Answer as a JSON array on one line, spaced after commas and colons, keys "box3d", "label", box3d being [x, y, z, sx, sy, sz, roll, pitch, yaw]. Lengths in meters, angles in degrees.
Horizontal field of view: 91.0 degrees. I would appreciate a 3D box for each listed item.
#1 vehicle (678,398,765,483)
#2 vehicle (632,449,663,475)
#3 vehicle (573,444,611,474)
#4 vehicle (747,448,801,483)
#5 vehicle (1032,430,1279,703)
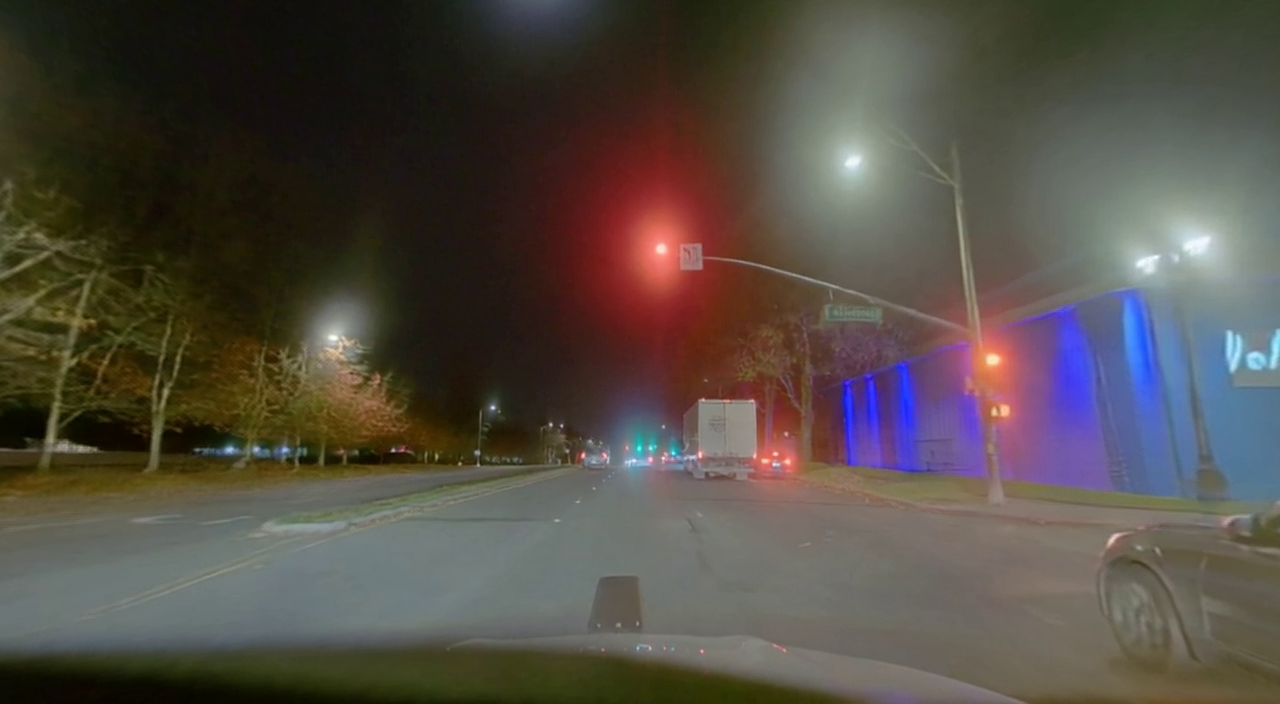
[{"box3d": [3.877, 4.654, 32.744, 3.003, 3.680, 10.684, 0, -9, 0], "label": "vehicle"}, {"box3d": [0.440, 6.894, 39.693, 1.846, 1.528, 4.348, 0, -9, 0], "label": "vehicle"}, {"box3d": [-3.125, 7.040, 41.725, 2.035, 1.867, 4.607, -1, -9, 2], "label": "vehicle"}, {"box3d": [6.980, 6.062, 33.252, 1.889, 1.417, 4.759, -3, -14, 1], "label": "vehicle"}, {"box3d": [3.807, 0.954, 2.025, 1.915, 1.449, 4.970, 0, -9, 0], "label": "vehicle"}]
